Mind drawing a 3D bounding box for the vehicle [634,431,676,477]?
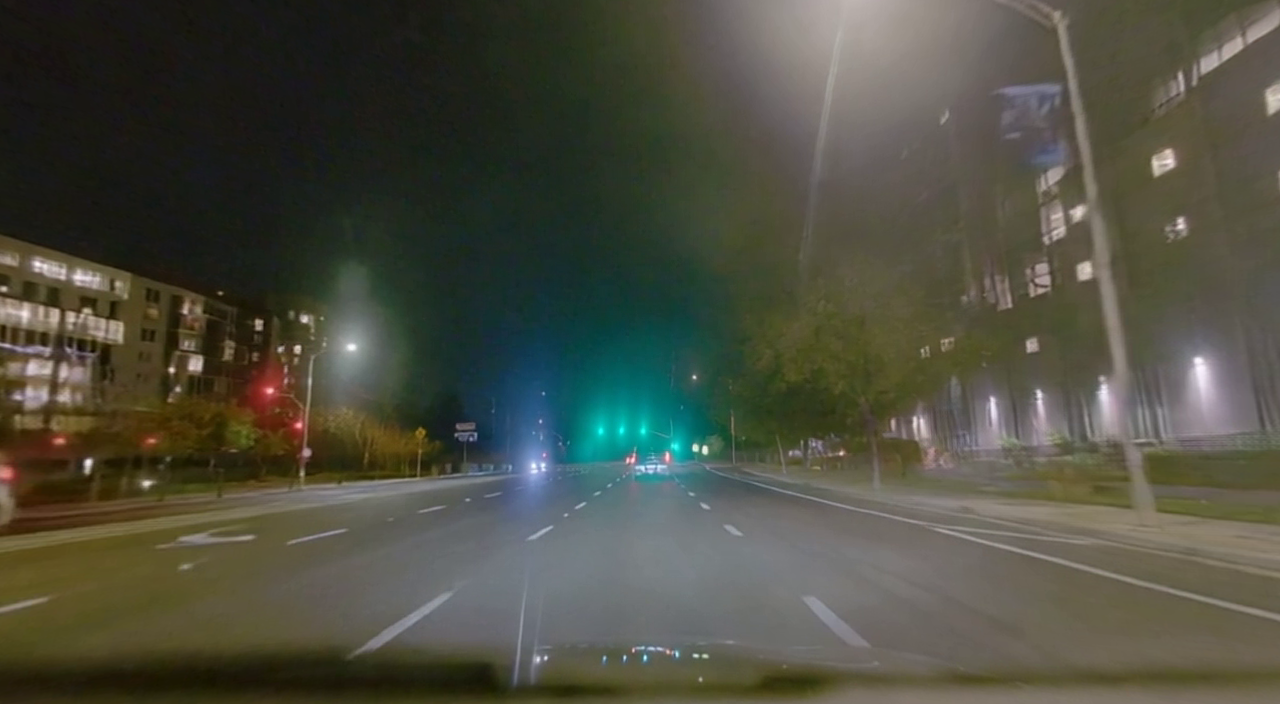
[{"bbox_3d":[0.977,7.854,48.385,2.843,3.120,10.422,0,-10,0],"label":"vehicle"}]

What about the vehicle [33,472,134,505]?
[{"bbox_3d":[-33.962,8.328,38.670,1.812,1.472,4.739,-4,-8,2],"label":"vehicle"}]
